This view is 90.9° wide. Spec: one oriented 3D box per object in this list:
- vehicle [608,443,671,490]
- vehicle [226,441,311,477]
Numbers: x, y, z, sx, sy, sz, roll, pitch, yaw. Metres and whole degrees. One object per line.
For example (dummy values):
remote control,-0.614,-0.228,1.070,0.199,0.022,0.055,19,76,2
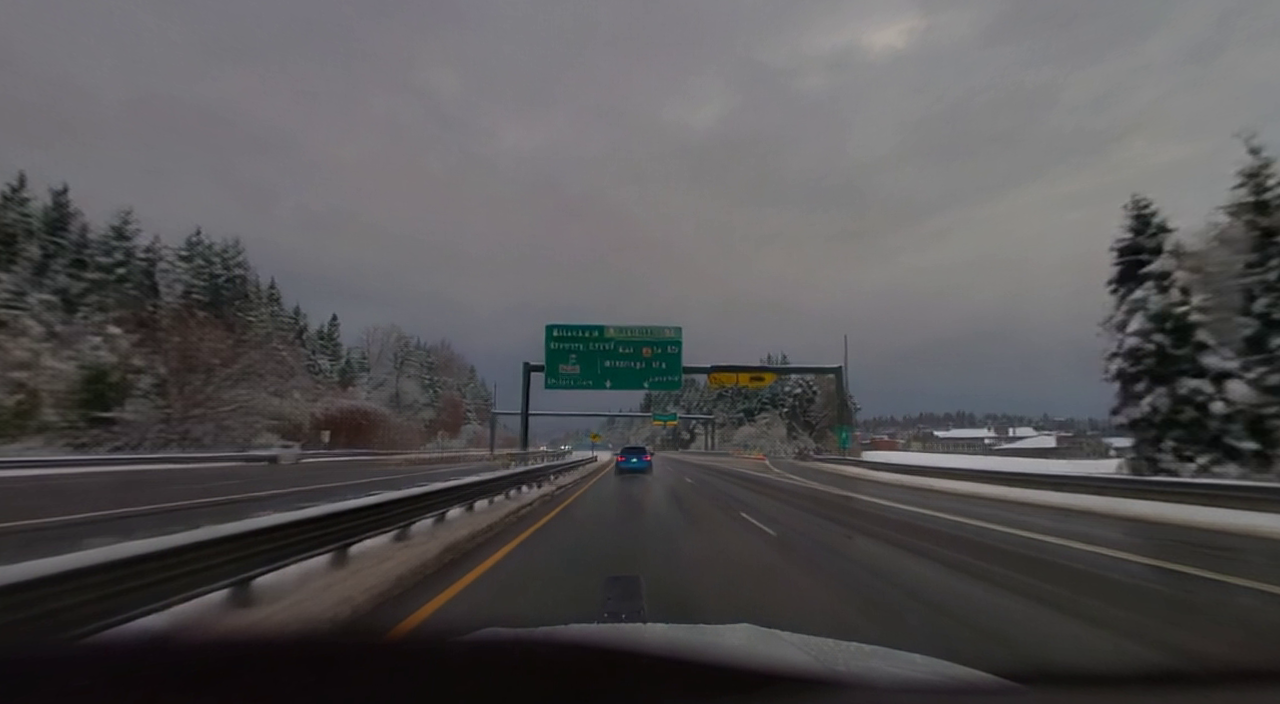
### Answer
vehicle,-0.020,4.066,22.655,2.069,1.523,4.012,0,-9,0
vehicle,-18.196,5.253,31.104,1.995,1.617,3.888,1,-9,-4
